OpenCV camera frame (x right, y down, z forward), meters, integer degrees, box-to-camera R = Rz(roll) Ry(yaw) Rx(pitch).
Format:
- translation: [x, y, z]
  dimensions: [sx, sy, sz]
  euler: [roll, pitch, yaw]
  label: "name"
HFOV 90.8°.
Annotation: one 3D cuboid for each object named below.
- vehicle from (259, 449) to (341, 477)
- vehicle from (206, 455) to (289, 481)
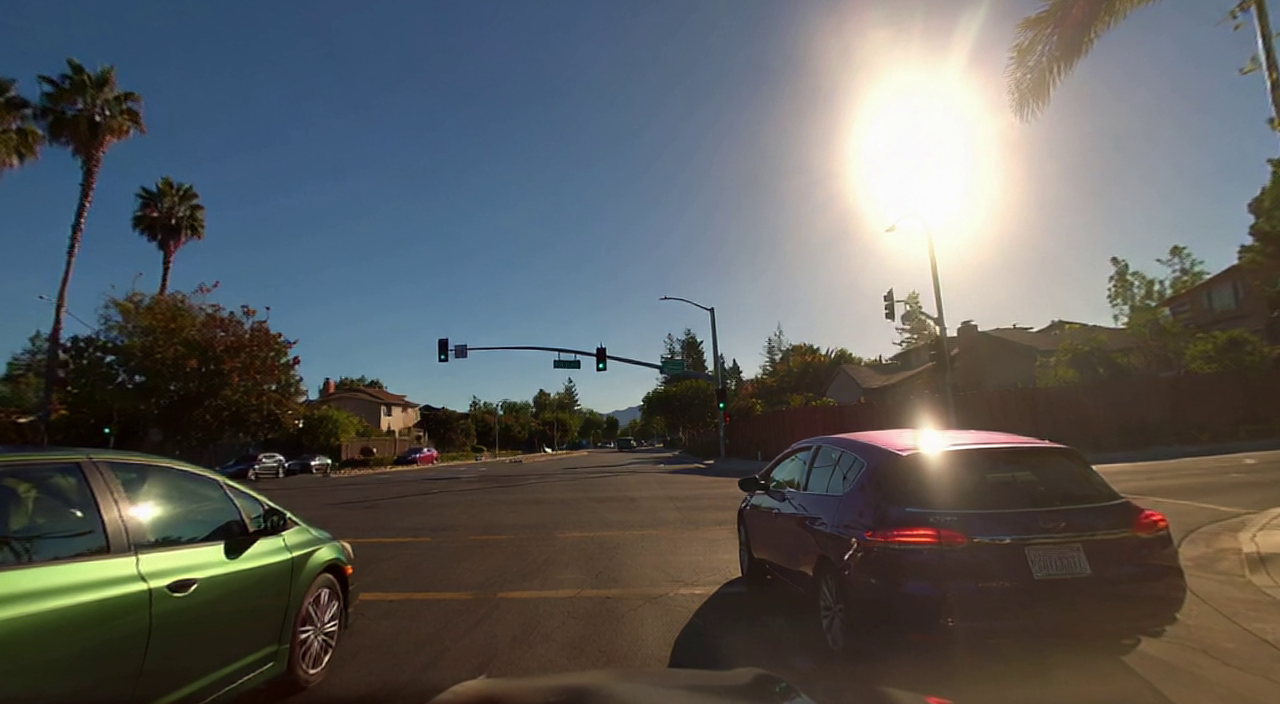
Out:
- translation: [-20.055, 6.521, 37.516]
  dimensions: [2.084, 1.528, 4.778]
  euler: [-1, -9, 2]
  label: "vehicle"
- translation: [-24.093, 7.113, 39.009]
  dimensions: [2.019, 1.427, 4.630]
  euler: [0, -9, 1]
  label: "vehicle"
